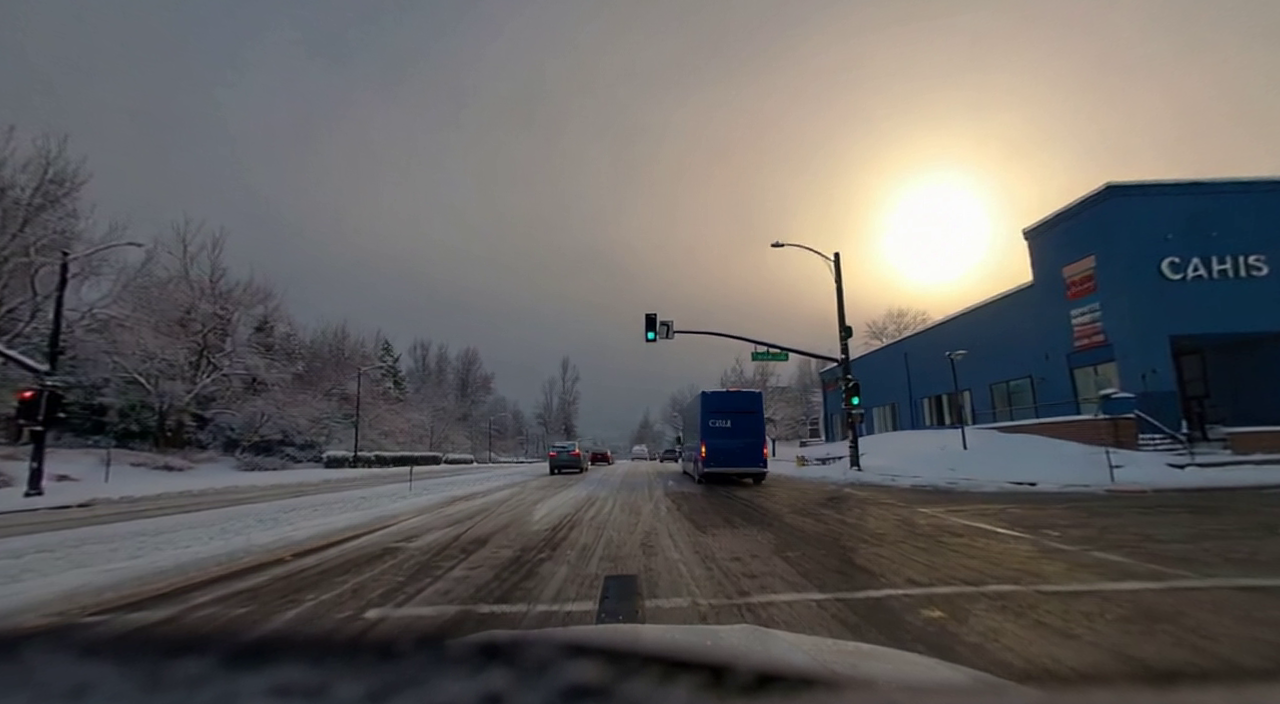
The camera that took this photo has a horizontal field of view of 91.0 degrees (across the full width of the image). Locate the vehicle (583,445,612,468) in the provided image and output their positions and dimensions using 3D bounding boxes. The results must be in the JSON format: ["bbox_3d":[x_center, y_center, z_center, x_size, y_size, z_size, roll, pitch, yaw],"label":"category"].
[{"bbox_3d":[-3.288,8.125,49.206,1.950,1.665,4.203,0,-9,0],"label":"vehicle"}]

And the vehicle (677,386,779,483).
[{"bbox_3d":[3.684,3.934,29.412,3.003,3.680,10.684,0,-9,-1],"label":"vehicle"}]

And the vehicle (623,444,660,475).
[{"bbox_3d":[0.076,5.768,33.932,1.846,1.528,4.348,0,-9,0],"label":"vehicle"}]

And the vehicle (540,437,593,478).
[{"bbox_3d":[-3.655,5.334,32.066,2.035,1.867,4.607,0,-9,1],"label":"vehicle"}]
